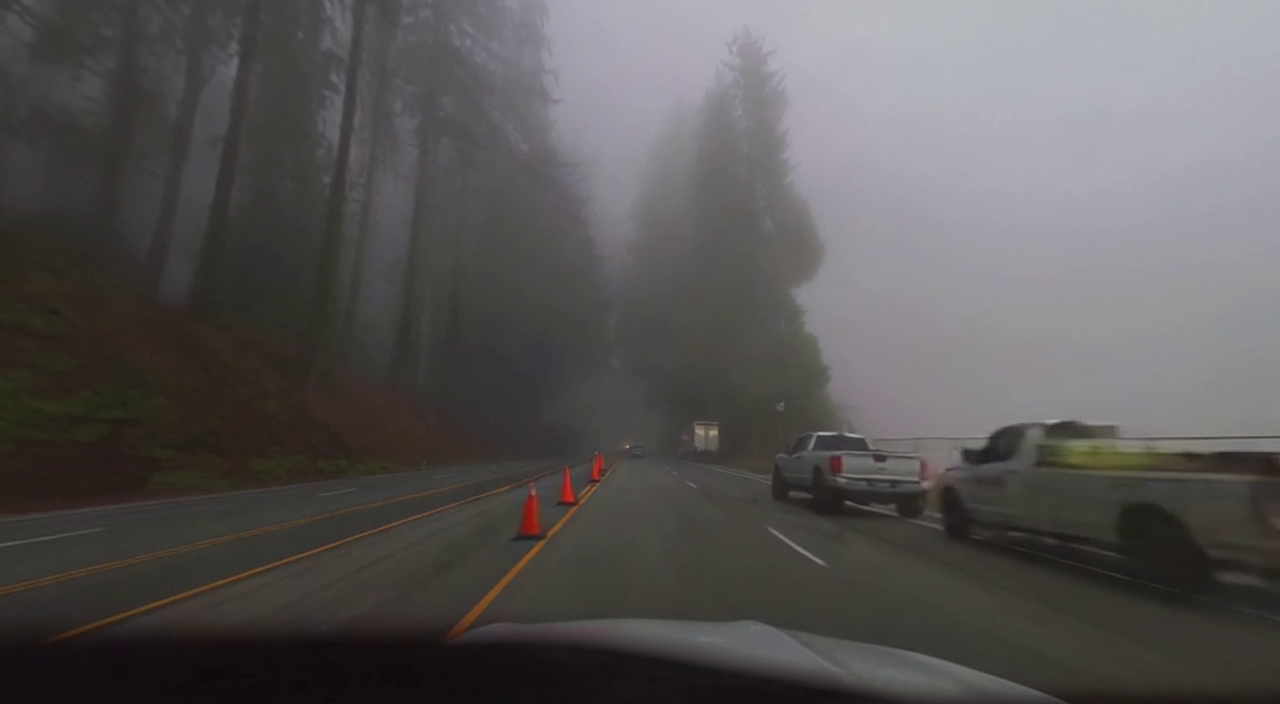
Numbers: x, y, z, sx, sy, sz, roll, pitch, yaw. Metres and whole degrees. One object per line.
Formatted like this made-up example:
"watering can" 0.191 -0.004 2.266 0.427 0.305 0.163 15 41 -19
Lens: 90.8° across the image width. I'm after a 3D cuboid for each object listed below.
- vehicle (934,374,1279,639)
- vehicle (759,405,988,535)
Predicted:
"vehicle" 5.779 1.379 6.302 2.294 1.949 6.246 0 -8 -4
"vehicle" 4.668 2.580 14.200 2.694 2.177 6.177 2 -9 -1
